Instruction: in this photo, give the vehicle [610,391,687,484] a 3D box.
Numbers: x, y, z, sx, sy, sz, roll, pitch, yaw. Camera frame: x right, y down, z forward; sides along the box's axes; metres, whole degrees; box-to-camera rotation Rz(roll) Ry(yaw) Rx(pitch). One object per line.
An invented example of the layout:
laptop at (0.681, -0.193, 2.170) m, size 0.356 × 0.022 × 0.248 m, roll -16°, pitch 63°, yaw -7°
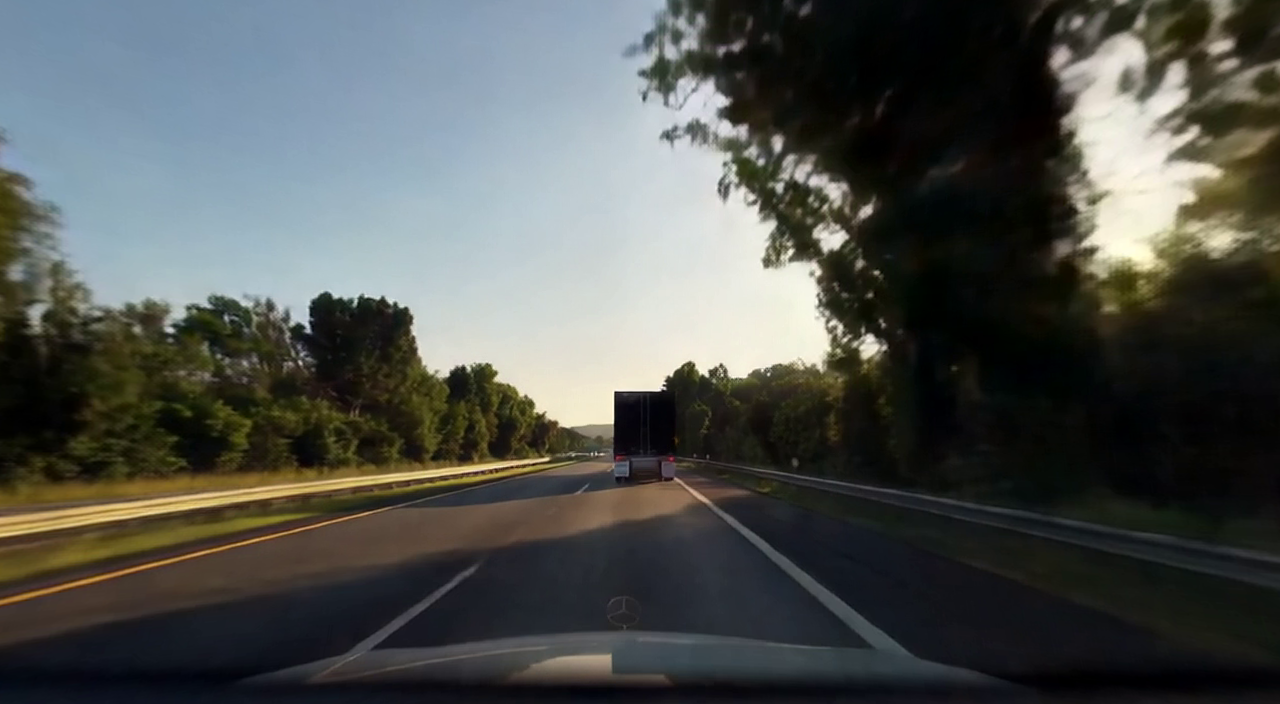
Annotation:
vehicle at (0.199, 3.924, 28.339) m, size 2.913 × 3.530 × 8.648 m, roll 0°, pitch -9°, yaw -2°
